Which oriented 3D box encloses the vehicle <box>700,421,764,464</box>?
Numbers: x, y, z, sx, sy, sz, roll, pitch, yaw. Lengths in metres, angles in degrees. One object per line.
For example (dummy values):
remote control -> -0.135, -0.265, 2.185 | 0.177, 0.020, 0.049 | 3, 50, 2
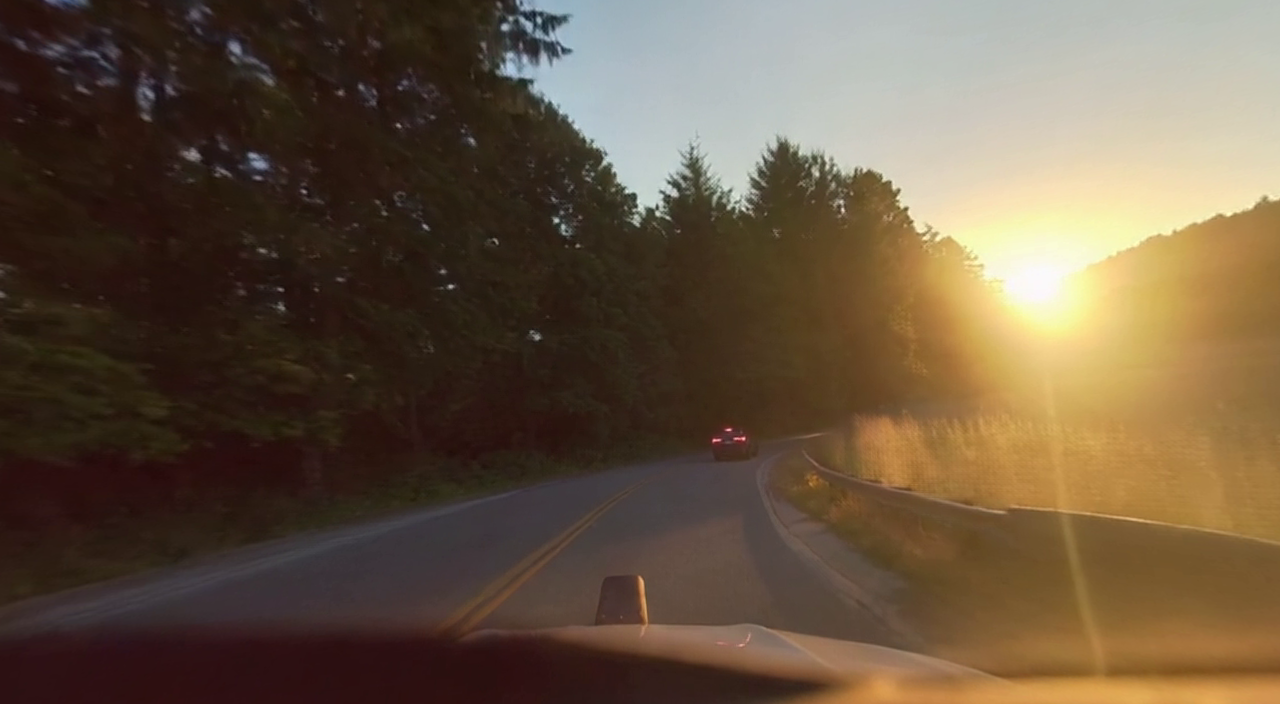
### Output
vehicle -> 4.768, 4.627, 31.946 | 2.469, 1.953, 5.605 | -3, -9, 15
